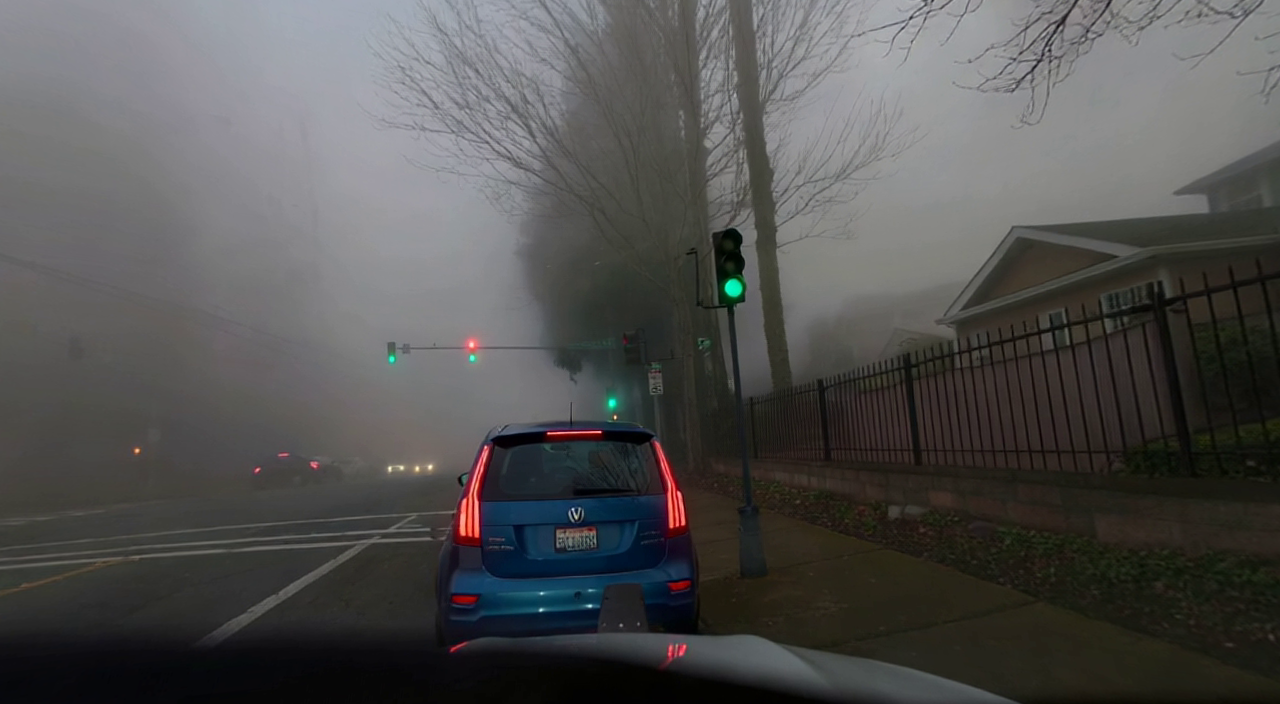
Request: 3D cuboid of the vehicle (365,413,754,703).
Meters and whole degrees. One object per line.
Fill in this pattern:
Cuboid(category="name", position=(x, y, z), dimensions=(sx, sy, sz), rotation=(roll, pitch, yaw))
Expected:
Cuboid(category="vehicle", position=(-0.665, 1.359, 5.229), dimensions=(2.024, 1.502, 3.702), rotation=(1, -9, -9))
